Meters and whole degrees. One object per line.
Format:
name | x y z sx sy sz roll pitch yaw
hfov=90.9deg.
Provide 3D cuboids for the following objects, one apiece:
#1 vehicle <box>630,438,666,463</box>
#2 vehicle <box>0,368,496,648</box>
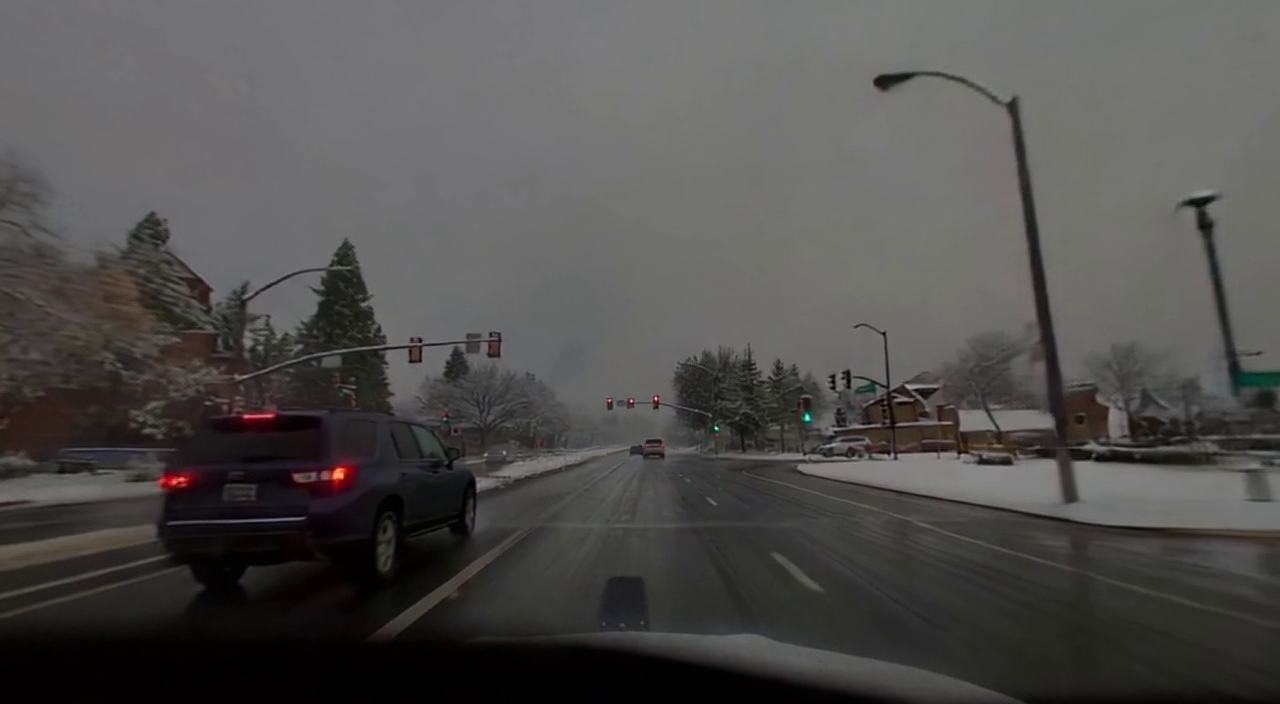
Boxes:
vehicle | 0.536 7.202 46.193 2.437 1.737 4.420 0 -8 -1
vehicle | -3.506 1.411 6.905 2.459 1.825 5.380 -1 -8 2
